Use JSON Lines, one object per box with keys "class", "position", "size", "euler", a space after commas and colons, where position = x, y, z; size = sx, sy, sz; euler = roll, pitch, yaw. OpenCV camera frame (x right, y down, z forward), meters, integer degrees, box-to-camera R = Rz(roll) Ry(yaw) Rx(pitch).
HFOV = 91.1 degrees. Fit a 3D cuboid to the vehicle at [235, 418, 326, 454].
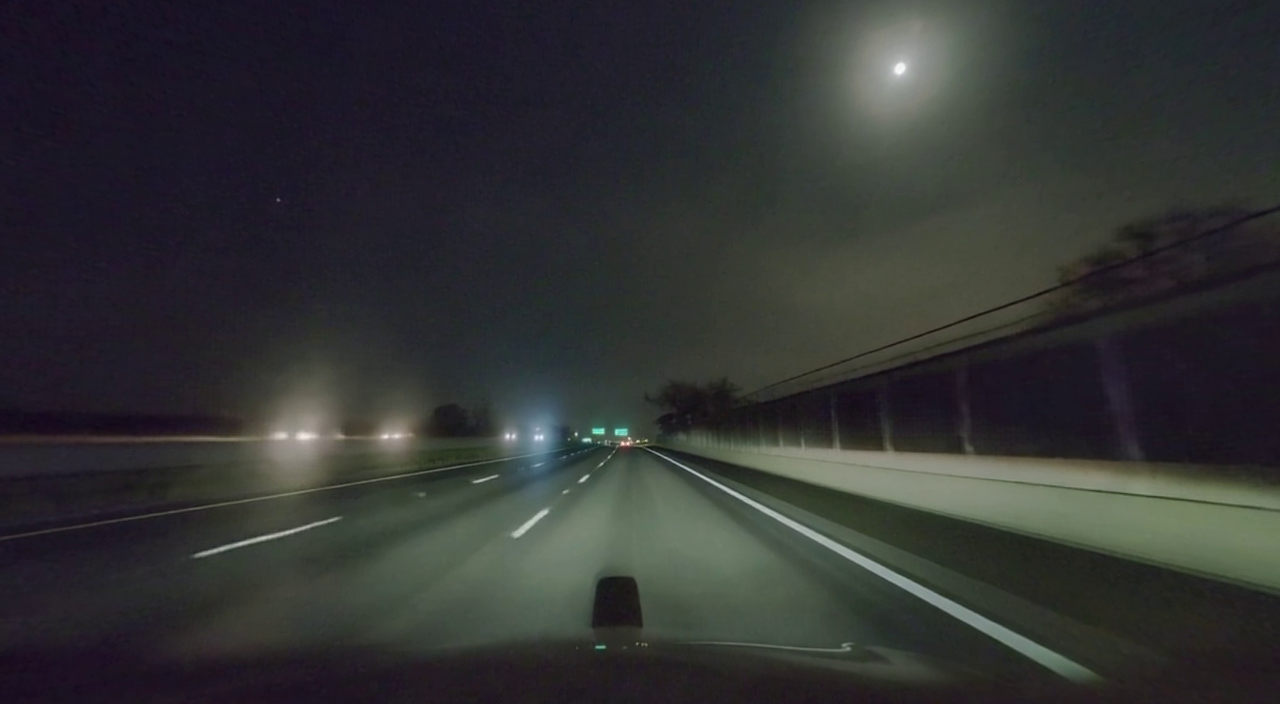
{"class": "vehicle", "position": [-19.350, 4.568, 34.110], "size": [2.025, 1.777, 4.929], "euler": [0, -8, 0]}
